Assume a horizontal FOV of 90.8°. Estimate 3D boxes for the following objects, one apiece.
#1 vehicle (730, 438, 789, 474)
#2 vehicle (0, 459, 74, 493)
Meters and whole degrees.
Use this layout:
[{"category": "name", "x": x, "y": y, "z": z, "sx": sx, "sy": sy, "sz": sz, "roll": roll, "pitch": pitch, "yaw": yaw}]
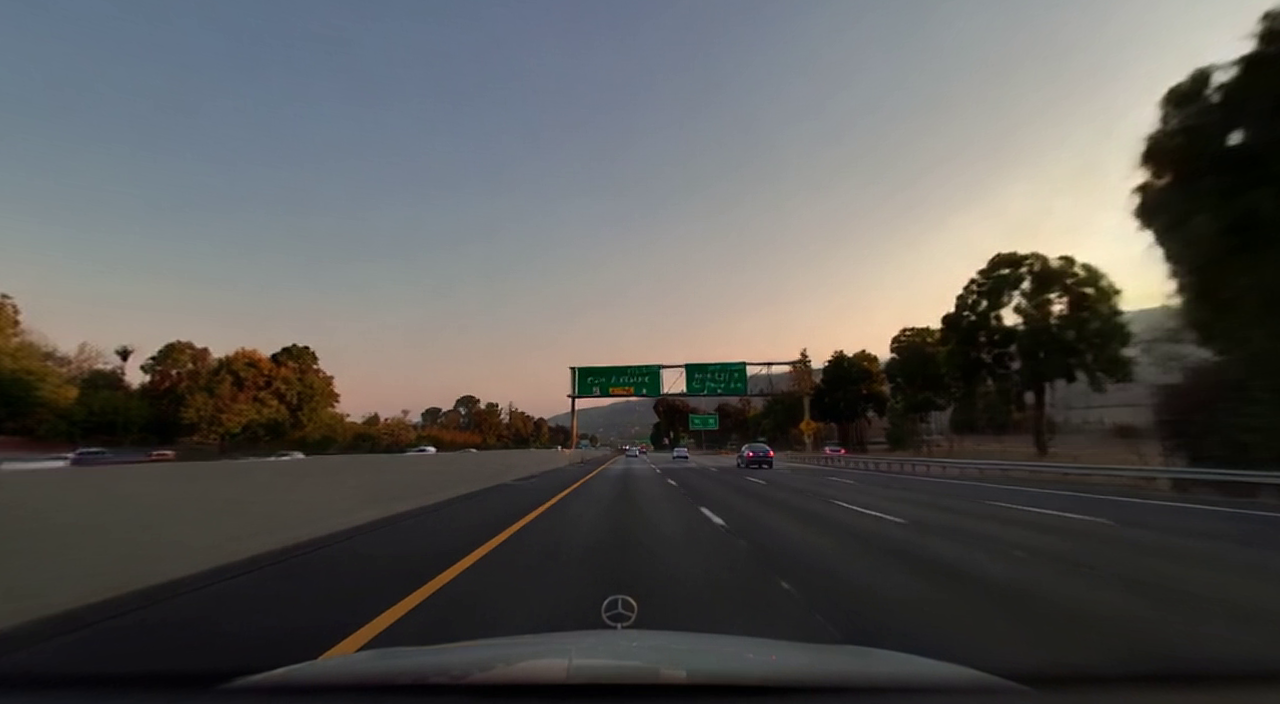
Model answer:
[{"category": "vehicle", "x": 6.038, "y": 5.304, "z": 32.434, "sx": 2.030, "sy": 1.706, "sz": 4.279, "roll": 0, "pitch": -9, "yaw": -2}, {"category": "vehicle", "x": -33.531, "y": 6.583, "z": 33.735, "sx": 2.222, "sy": 1.647, "sz": 4.871, "roll": 0, "pitch": -9, "yaw": -4}]
